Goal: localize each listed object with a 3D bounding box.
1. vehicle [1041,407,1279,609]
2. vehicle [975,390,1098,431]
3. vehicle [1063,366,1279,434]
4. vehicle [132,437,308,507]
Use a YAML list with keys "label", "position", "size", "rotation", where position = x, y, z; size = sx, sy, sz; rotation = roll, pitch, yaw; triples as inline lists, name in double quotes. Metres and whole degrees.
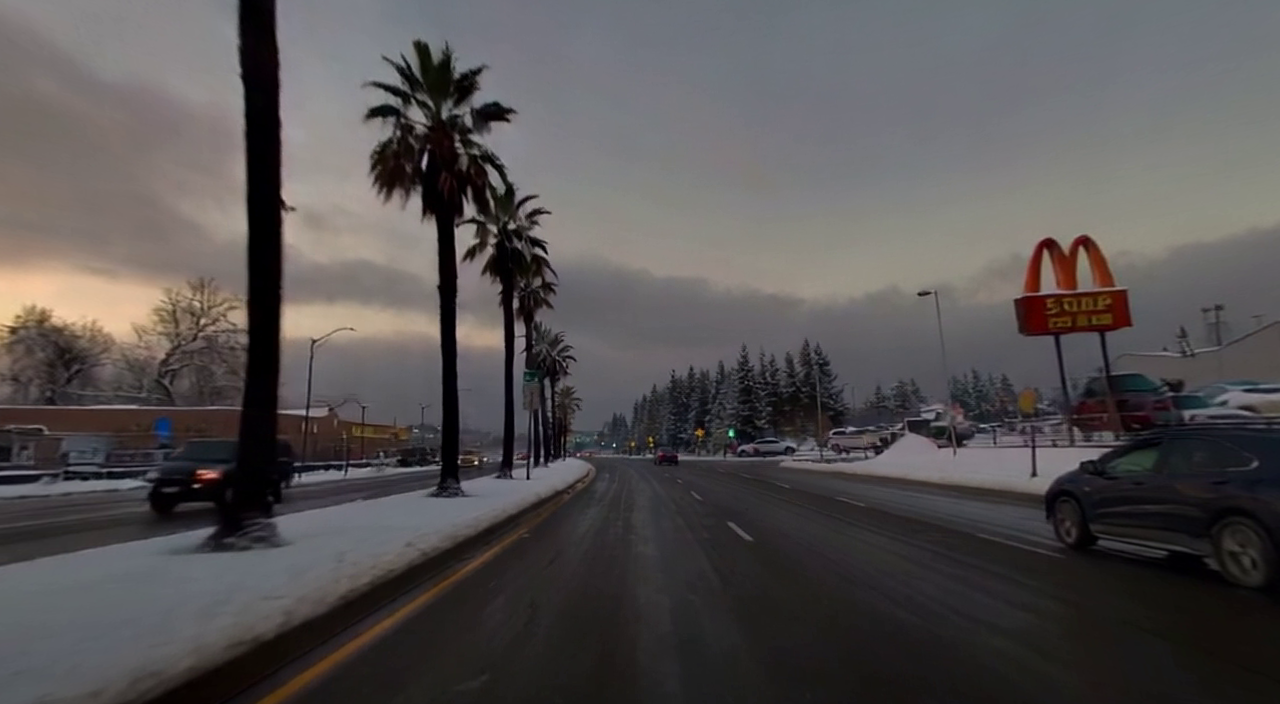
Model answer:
- label: "vehicle"
  position: [6.426, 1.436, 6.170]
  size: [2.124, 1.687, 4.266]
  rotation: [0, -8, -1]
- label: "vehicle"
  position: [18.092, 2.692, 28.929]
  size: [4.237, 1.573, 2.011]
  rotation: [-3, -6, -1]
- label: "vehicle"
  position: [18.105, 1.673, 21.335]
  size: [5.817, 1.906, 2.230]
  rotation: [-1, -11, 0]
- label: "vehicle"
  position: [-12.932, 3.687, 19.953]
  size: [2.210, 1.889, 4.934]
  rotation: [0, -8, -1]
